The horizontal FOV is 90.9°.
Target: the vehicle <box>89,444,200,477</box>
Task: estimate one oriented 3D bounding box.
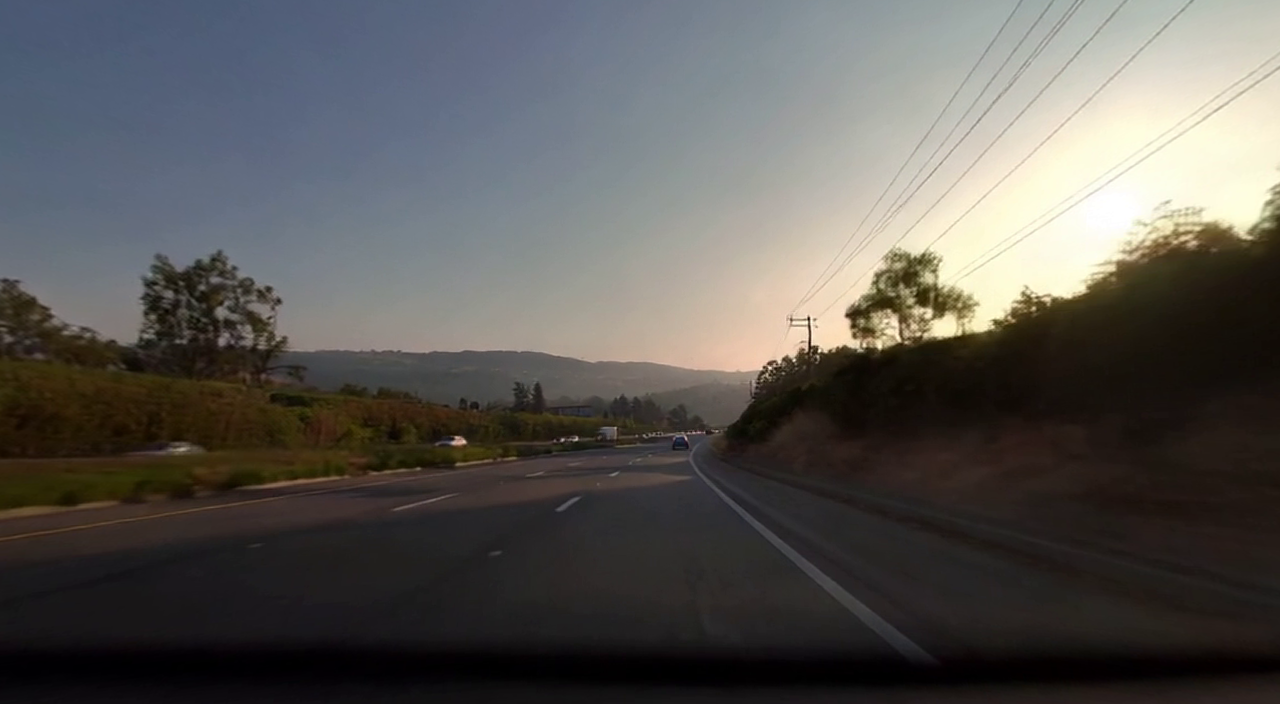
[{"bbox_3d":[-24.858,5.425,31.877,1.819,1.501,4.466,-1,-8,3],"label":"vehicle"}]
